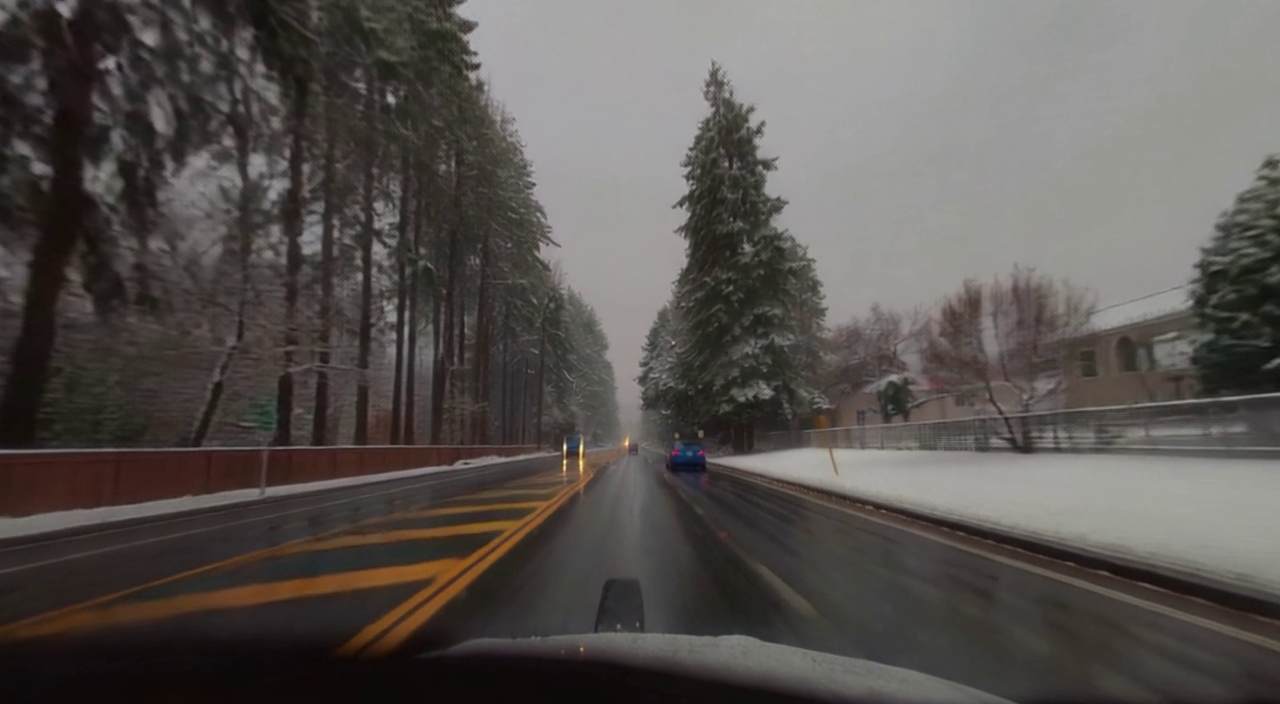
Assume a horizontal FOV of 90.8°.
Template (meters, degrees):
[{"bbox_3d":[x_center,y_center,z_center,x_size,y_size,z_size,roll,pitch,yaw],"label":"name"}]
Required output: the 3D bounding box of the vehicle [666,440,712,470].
[{"bbox_3d":[2.480,5.355,33.153,1.991,1.476,4.153,0,-8,-1],"label":"vehicle"}]
